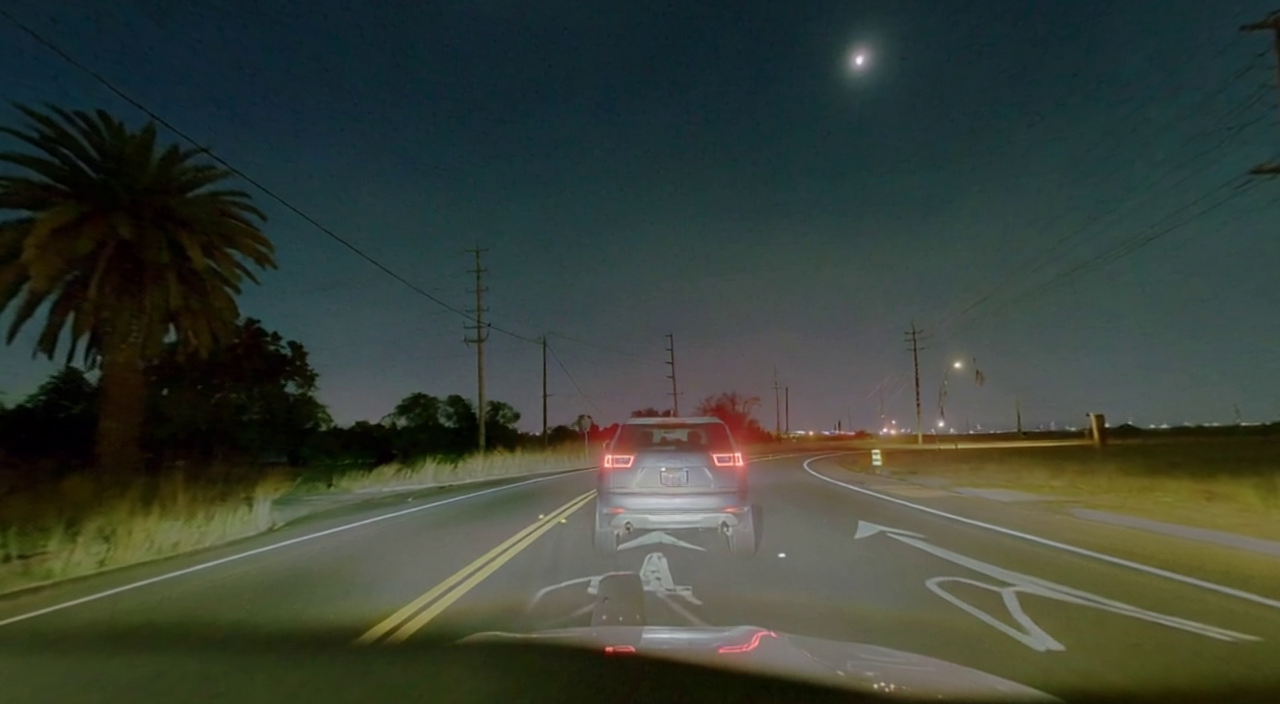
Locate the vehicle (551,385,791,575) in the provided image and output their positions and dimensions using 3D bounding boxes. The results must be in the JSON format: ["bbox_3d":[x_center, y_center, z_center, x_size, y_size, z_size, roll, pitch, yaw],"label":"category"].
[{"bbox_3d":[0.234,1.593,8.570,2.364,1.859,4.538,0,-9,-2],"label":"vehicle"}]
